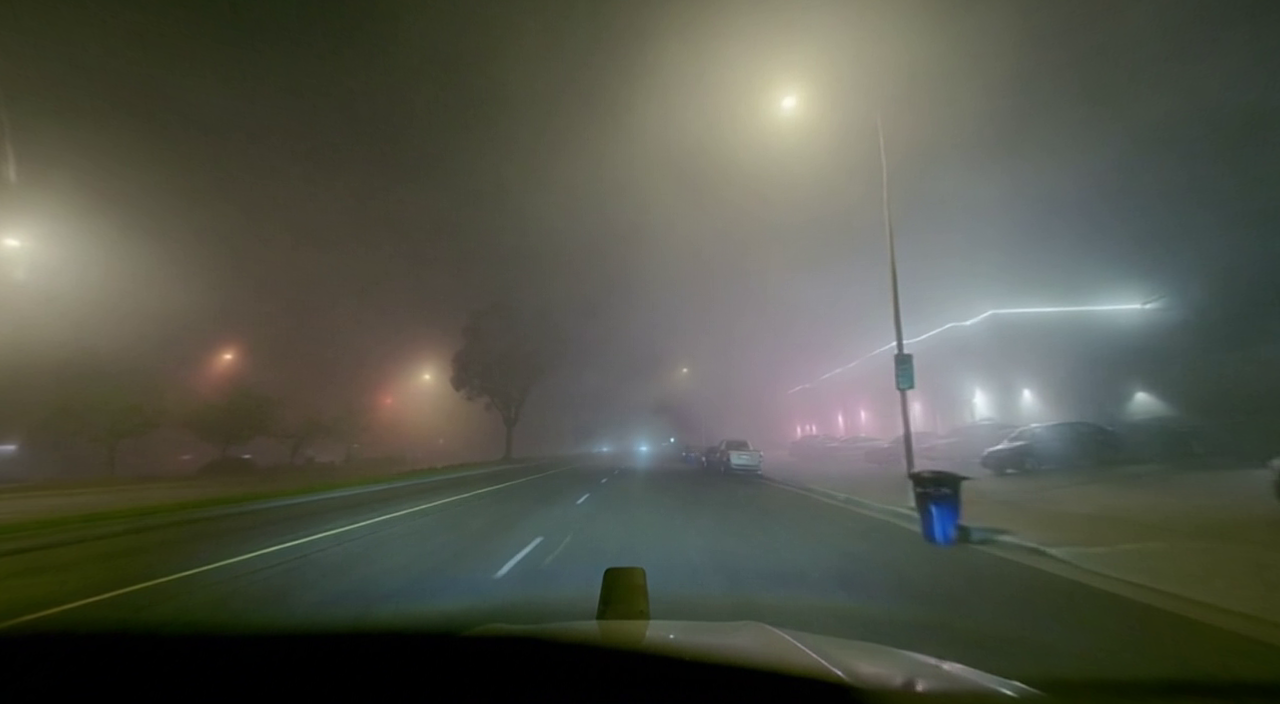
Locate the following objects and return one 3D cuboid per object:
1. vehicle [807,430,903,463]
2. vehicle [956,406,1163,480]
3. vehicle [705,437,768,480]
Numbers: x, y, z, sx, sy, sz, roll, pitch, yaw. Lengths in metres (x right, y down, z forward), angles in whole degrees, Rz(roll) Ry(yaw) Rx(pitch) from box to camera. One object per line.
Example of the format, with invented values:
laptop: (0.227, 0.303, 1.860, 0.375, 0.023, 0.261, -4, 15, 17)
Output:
vehicle: (12.232, 5.411, 36.104, 4.778, 1.520, 2.020, -5, -9, 8)
vehicle: (11.726, 2.617, 17.847, 4.418, 1.532, 1.889, -6, -11, -3)
vehicle: (4.280, 4.829, 28.823, 2.078, 1.771, 5.174, 0, -8, 0)
